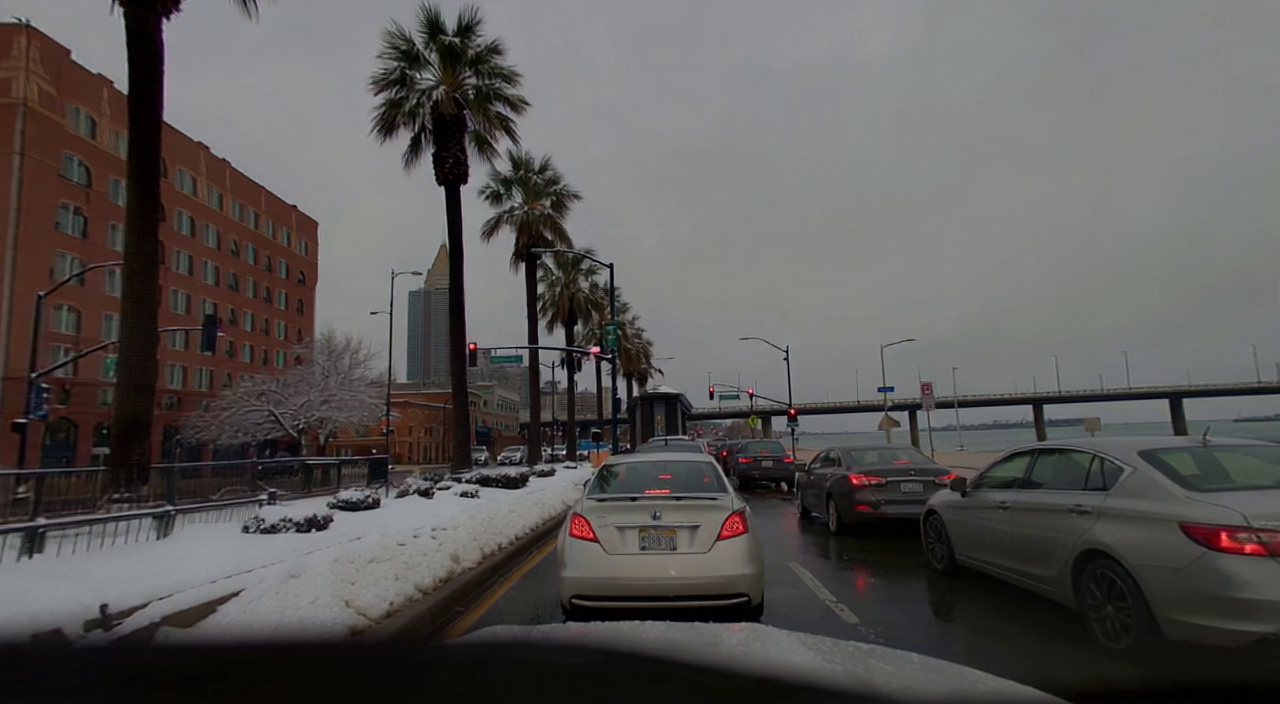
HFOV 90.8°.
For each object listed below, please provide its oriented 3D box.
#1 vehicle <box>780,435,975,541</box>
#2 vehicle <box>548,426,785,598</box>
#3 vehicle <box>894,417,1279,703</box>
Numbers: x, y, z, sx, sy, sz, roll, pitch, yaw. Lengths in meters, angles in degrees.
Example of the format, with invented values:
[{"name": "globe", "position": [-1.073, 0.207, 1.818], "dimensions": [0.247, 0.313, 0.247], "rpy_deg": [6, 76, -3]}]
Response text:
[{"name": "vehicle", "position": [3.895, 2.290, 11.310], "dimensions": [1.920, 1.490, 4.417], "rpy_deg": [-1, -9, 2]}, {"name": "vehicle", "position": [0.265, 1.705, 7.510], "dimensions": [2.093, 1.503, 3.681], "rpy_deg": [0, -9, 1]}, {"name": "vehicle", "position": [3.912, 1.363, 5.091], "dimensions": [1.913, 1.469, 4.425], "rpy_deg": [0, -9, 0]}]
